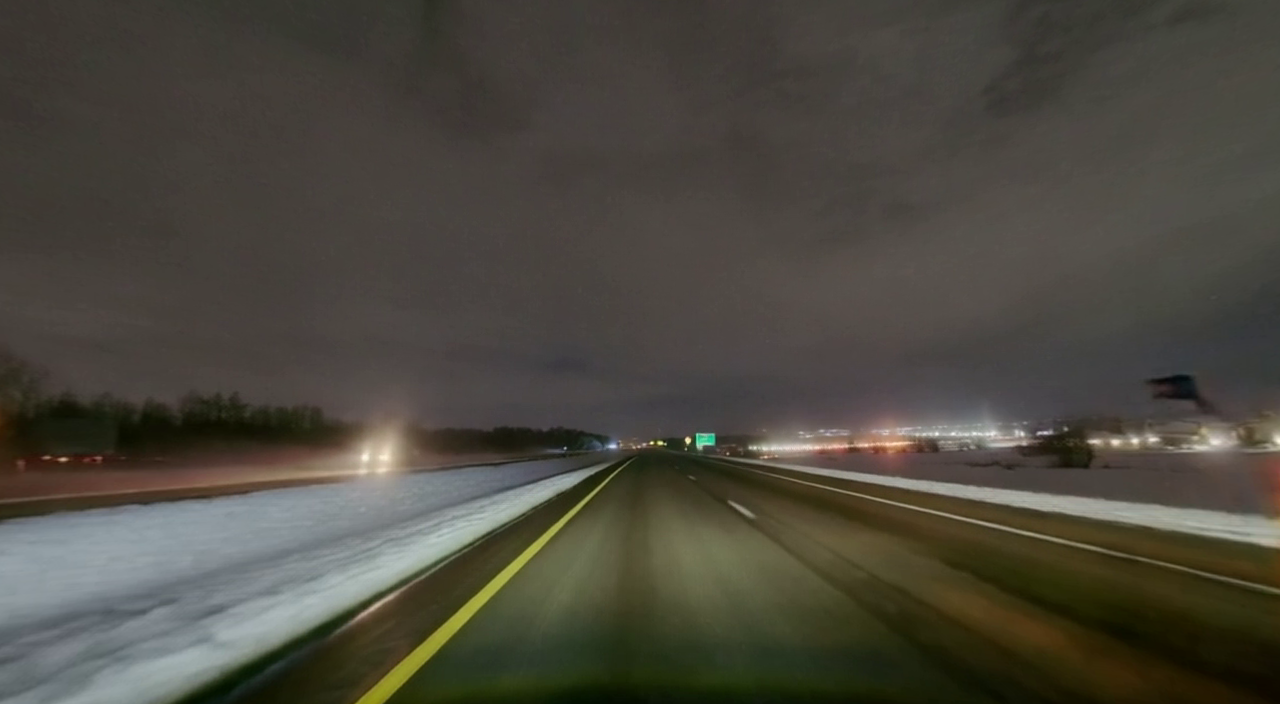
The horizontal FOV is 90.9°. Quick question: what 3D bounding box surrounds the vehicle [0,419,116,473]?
[{"bbox_3d":[-39.997,6.370,42.899,2.893,3.371,6.704,0,-8,-1],"label":"vehicle"}]
